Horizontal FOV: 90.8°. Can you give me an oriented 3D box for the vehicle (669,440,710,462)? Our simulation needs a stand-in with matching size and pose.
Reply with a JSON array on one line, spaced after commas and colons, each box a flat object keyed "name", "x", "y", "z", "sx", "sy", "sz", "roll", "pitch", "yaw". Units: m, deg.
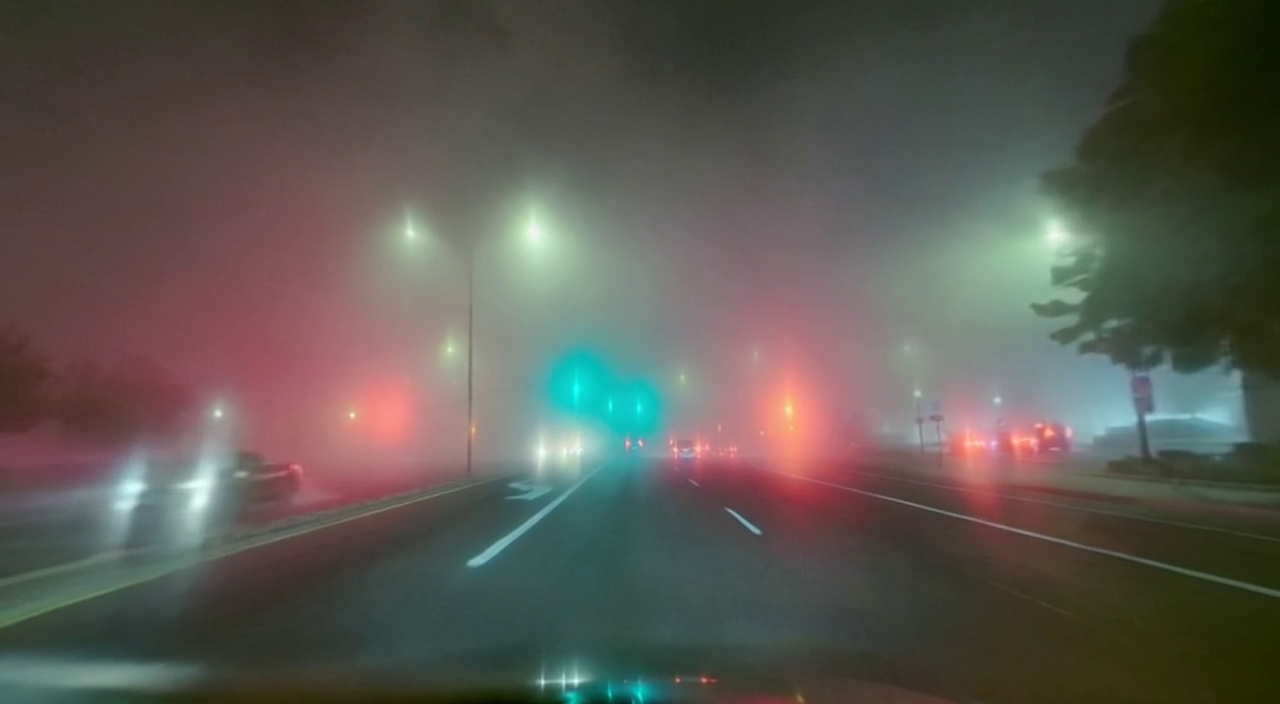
[{"name": "vehicle", "x": 3.099, "y": 6.302, "z": 40.375, "sx": 2.080, "sy": 1.321, "sz": 4.382, "roll": 0, "pitch": -8, "yaw": -2}]

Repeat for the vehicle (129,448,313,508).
[{"name": "vehicle", "x": -11.973, "y": 3.600, "z": 18.563, "sx": 2.247, "sy": 1.475, "sz": 4.593, "roll": 0, "pitch": -8, "yaw": 0}]

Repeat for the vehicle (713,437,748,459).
[{"name": "vehicle", "x": 6.645, "y": 7.114, "z": 46.881, "sx": 1.861, "sy": 1.473, "sz": 4.393, "roll": 0, "pitch": -8, "yaw": -1}]

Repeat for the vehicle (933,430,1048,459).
[{"name": "vehicle", "x": 23.607, "y": 6.313, "z": 42.738, "sx": 6.313, "sy": 1.772, "sz": 2.263, "roll": -9, "pitch": -11, "yaw": 43}]
